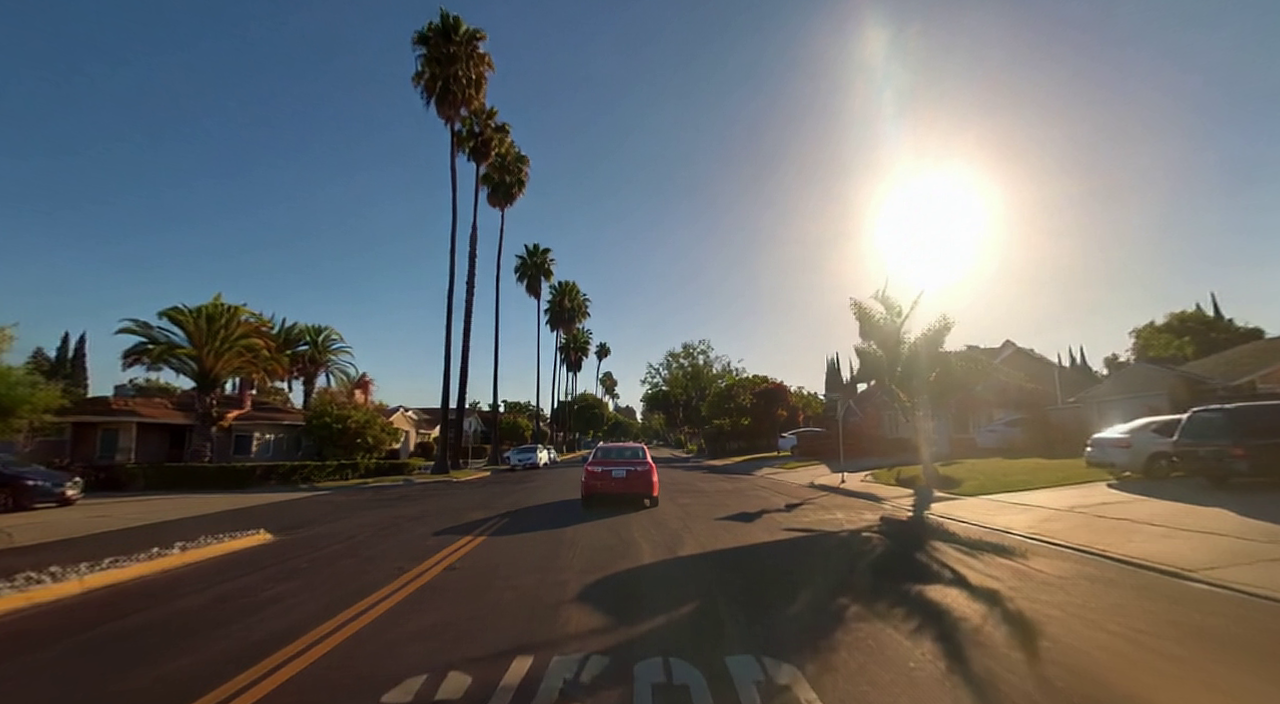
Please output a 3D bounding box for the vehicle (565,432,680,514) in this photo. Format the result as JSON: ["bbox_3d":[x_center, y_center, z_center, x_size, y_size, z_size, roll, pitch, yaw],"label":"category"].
[{"bbox_3d":[-0.364,2.543,13.729,2.098,1.483,4.099,0,-9,-1],"label":"vehicle"}]

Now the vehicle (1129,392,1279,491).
[{"bbox_3d":[13.759,1.888,13.372,4.913,1.930,2.020,-1,-9,5],"label":"vehicle"}]

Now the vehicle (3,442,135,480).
[{"bbox_3d":[-29.372,5.596,32.737,1.918,1.821,4.769,-1,-9,10],"label":"vehicle"}]

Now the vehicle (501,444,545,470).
[{"bbox_3d":[-8.042,7.201,43.658,2.069,1.441,4.368,-3,-7,1],"label":"vehicle"}]
